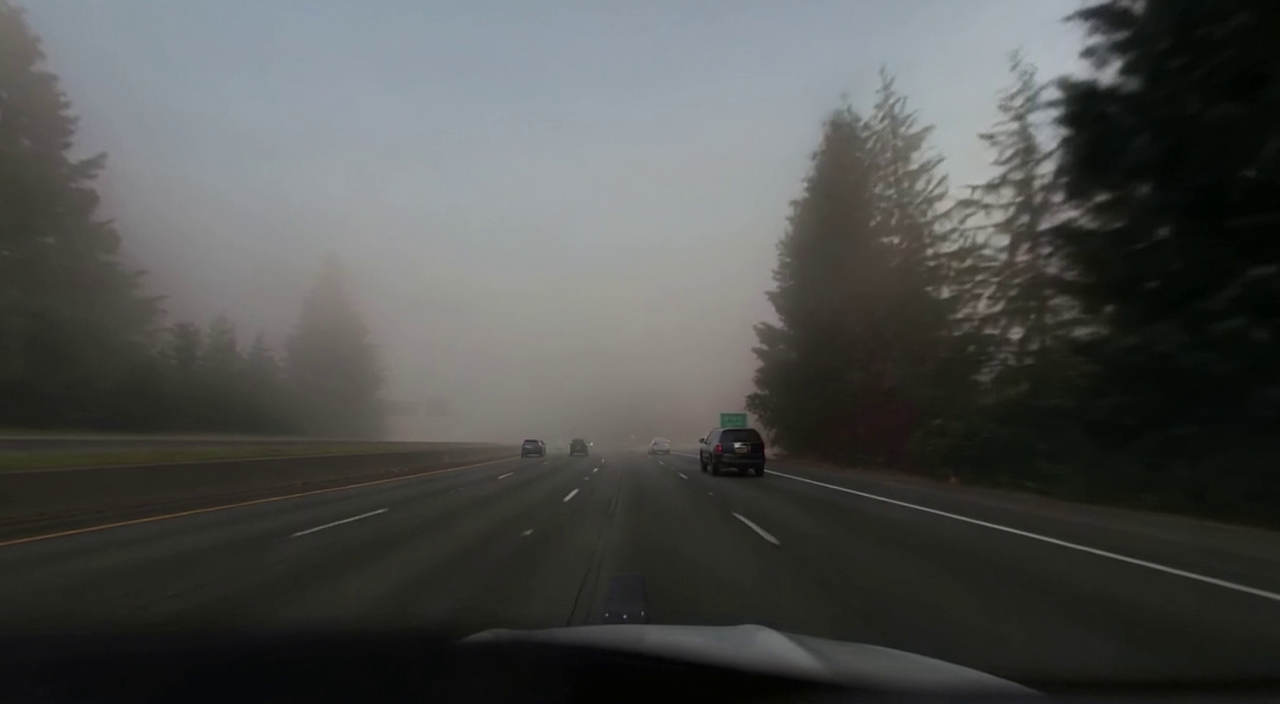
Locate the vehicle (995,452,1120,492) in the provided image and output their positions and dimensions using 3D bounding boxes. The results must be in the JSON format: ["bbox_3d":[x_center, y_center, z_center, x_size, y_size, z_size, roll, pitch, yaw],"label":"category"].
[{"bbox_3d":[18.736,5.369,28.642,2.033,1.580,4.752,1,-8,-7],"label":"vehicle"}]

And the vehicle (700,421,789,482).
[{"bbox_3d":[3.323,3.273,20.995,2.043,1.795,4.347,0,-8,-2],"label":"vehicle"}]
